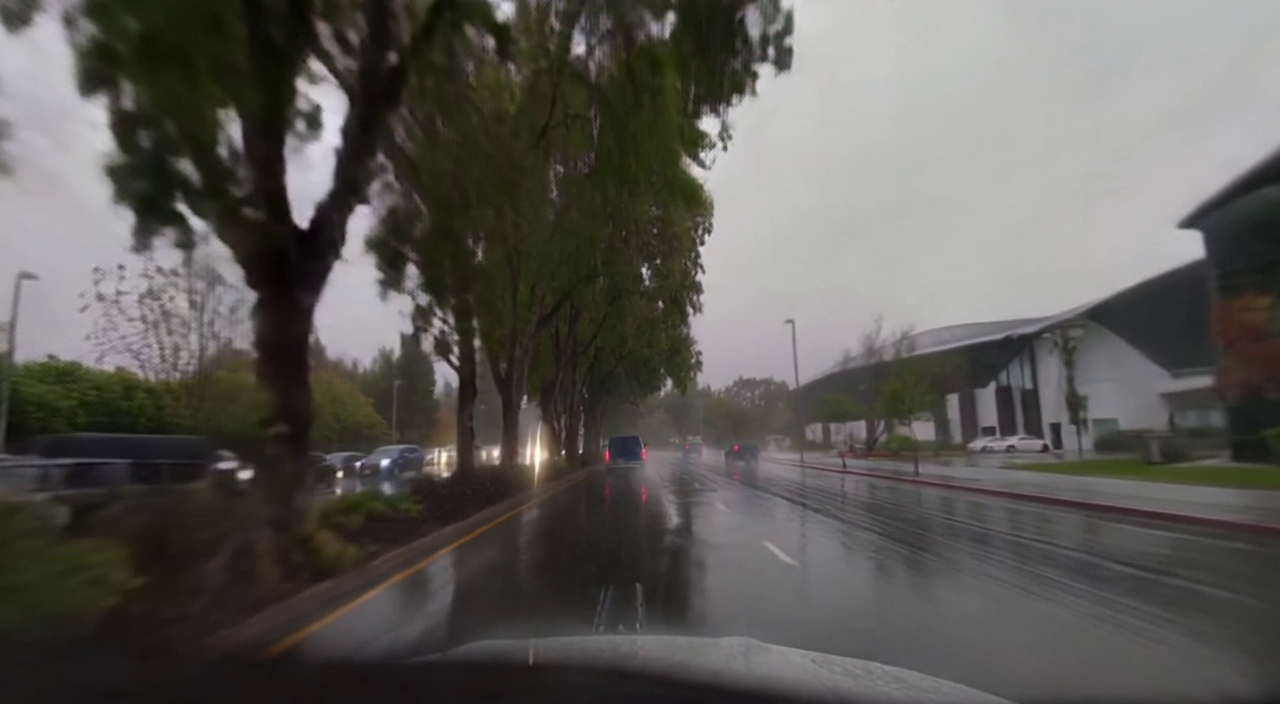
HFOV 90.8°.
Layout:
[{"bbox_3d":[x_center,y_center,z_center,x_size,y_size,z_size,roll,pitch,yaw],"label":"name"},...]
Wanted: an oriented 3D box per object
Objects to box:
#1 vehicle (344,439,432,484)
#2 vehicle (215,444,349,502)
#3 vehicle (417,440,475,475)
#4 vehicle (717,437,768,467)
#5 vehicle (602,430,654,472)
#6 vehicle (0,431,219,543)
[{"bbox_3d":[-11.392,4.960,28.991,2.042,1.822,4.913,0,-8,-1],"label":"vehicle"},{"bbox_3d":[-11.448,3.840,20.618,1.899,1.607,4.297,-1,-8,-1],"label":"vehicle"},{"bbox_3d":[-11.550,6.271,37.943,2.082,1.824,4.840,-2,-7,-1],"label":"vehicle"},{"bbox_3d":[6.570,6.460,41.083,2.364,1.781,4.854,1,-8,-1],"label":"vehicle"},{"bbox_3d":[-0.584,5.049,32.241,2.411,1.937,5.186,0,-8,0],"label":"vehicle"},{"bbox_3d":[-11.083,2.541,12.661,2.093,1.816,4.559,0,-8,0],"label":"vehicle"}]
